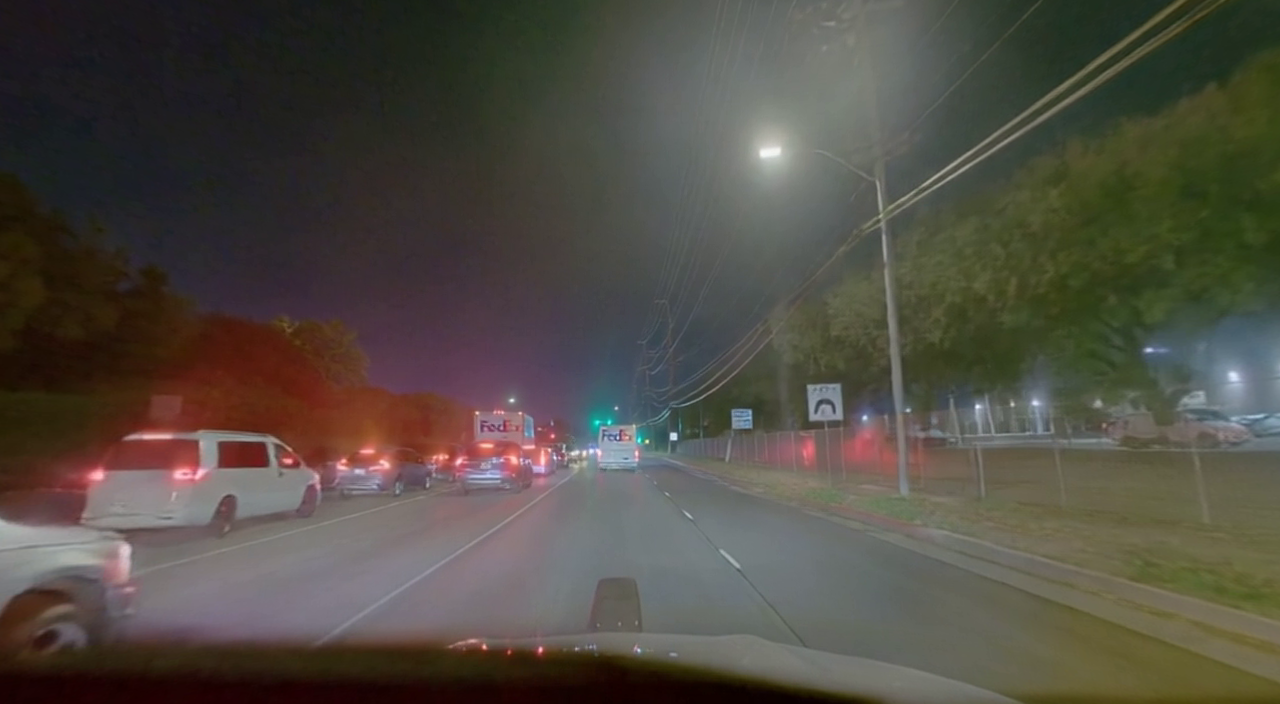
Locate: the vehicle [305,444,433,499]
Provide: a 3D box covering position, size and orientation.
[{"bbox_3d":[-8.256,3.640,19.795,1.909,1.473,5.050,0,-8,-2],"label":"vehicle"}]

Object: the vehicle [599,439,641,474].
[{"bbox_3d":[-1.065,5.387,32.770,2.055,1.671,4.147,0,-8,-2],"label":"vehicle"}]

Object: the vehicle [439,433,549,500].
[{"bbox_3d":[-4.028,3.250,18.334,2.057,1.673,4.934,0,-8,0],"label":"vehicle"}]

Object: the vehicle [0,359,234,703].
[{"bbox_3d":[-3.805,0.741,1.616,2.388,1.692,4.684,0,-8,0],"label":"vehicle"}]

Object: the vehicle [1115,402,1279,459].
[{"bbox_3d":[31.231,4.432,35.256,7.011,3.014,2.594,0,-9,-1],"label":"vehicle"}]
